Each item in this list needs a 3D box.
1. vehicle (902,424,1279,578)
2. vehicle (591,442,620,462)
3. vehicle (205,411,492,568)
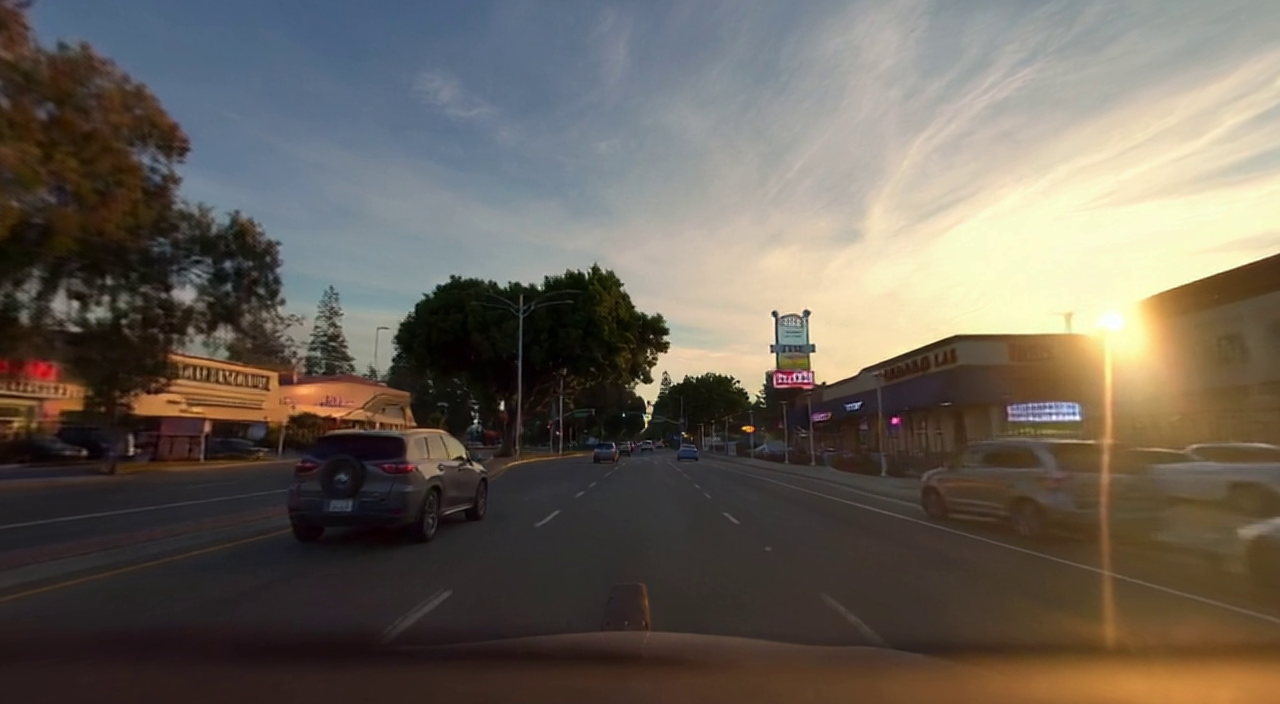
[{"bbox_3d":[6.764,2.197,10.491,2.335,1.790,5.991,0,-8,1],"label":"vehicle"},{"bbox_3d":[-2.655,7.817,49.467,2.005,1.446,4.265,0,-8,1],"label":"vehicle"},{"bbox_3d":[-3.526,1.732,8.641,1.983,1.635,3.957,0,-8,1],"label":"vehicle"}]
